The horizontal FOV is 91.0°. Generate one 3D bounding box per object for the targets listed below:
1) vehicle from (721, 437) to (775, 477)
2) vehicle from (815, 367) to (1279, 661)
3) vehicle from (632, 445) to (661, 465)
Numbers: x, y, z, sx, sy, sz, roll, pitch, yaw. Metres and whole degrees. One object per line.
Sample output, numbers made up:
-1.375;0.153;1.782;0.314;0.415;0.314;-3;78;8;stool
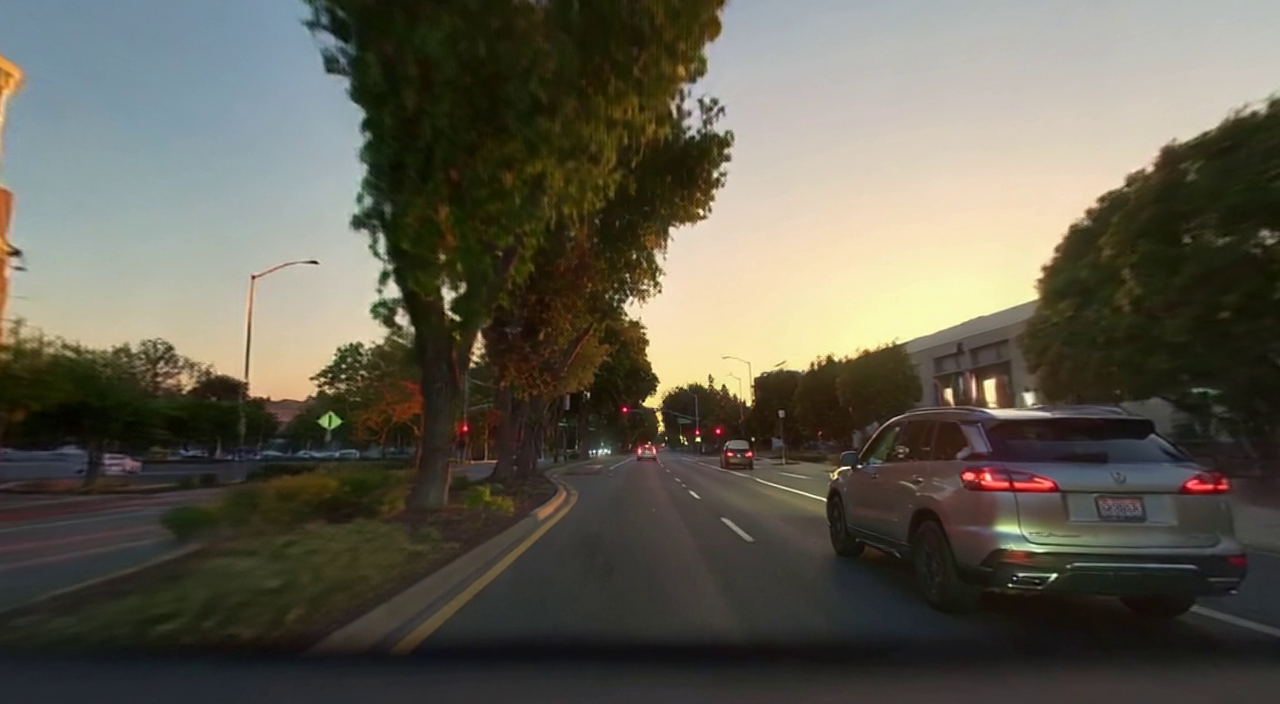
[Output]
5.338;5.259;31.840;2.085;1.828;5.383;0;-8;3;vehicle
3.393;1.344;6.255;2.033;1.865;4.360;0;-8;0;vehicle
0.527;7.882;48.286;2.131;1.474;4.146;0;-8;1;vehicle
